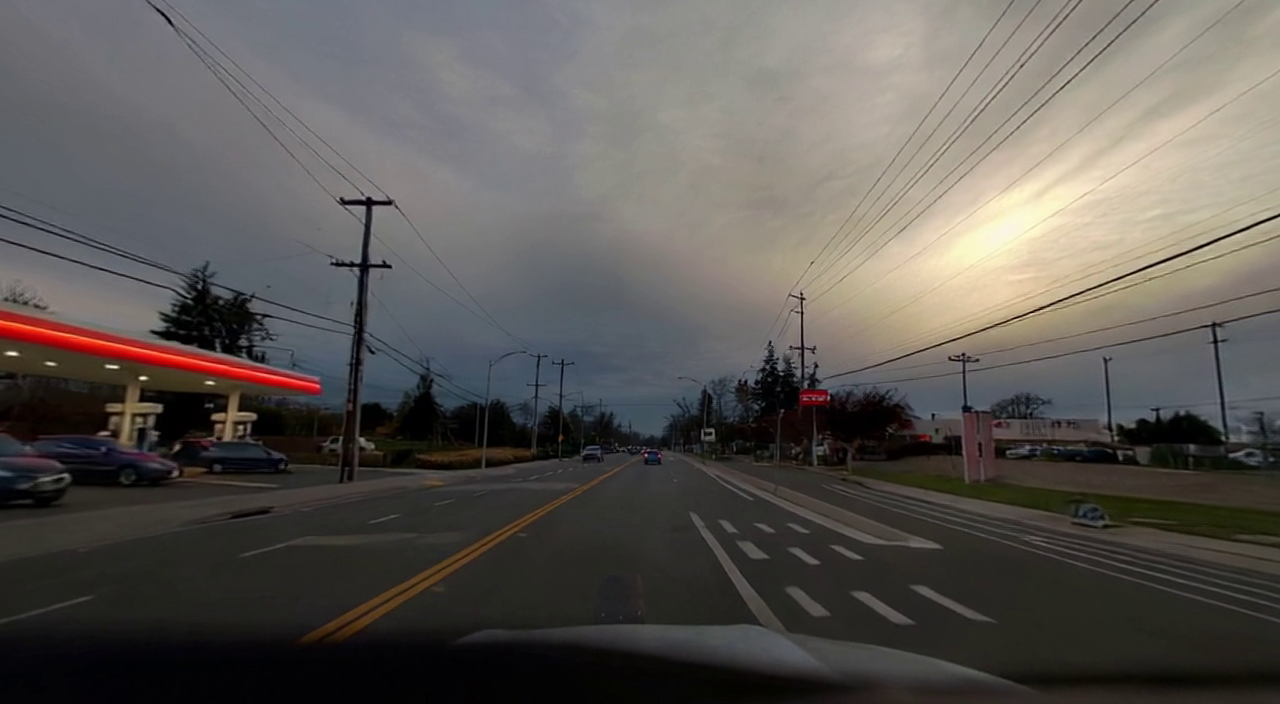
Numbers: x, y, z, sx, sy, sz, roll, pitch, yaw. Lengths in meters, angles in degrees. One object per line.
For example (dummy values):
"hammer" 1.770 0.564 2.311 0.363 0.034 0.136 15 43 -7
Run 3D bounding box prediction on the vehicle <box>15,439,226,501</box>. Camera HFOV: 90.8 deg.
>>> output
"vehicle" -13.862 3.147 17.352 1.947 1.435 4.606 0 -9 -1

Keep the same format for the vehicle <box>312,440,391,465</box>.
"vehicle" -22.163 7.726 48.793 2.094 1.778 5.276 -5 -10 28
